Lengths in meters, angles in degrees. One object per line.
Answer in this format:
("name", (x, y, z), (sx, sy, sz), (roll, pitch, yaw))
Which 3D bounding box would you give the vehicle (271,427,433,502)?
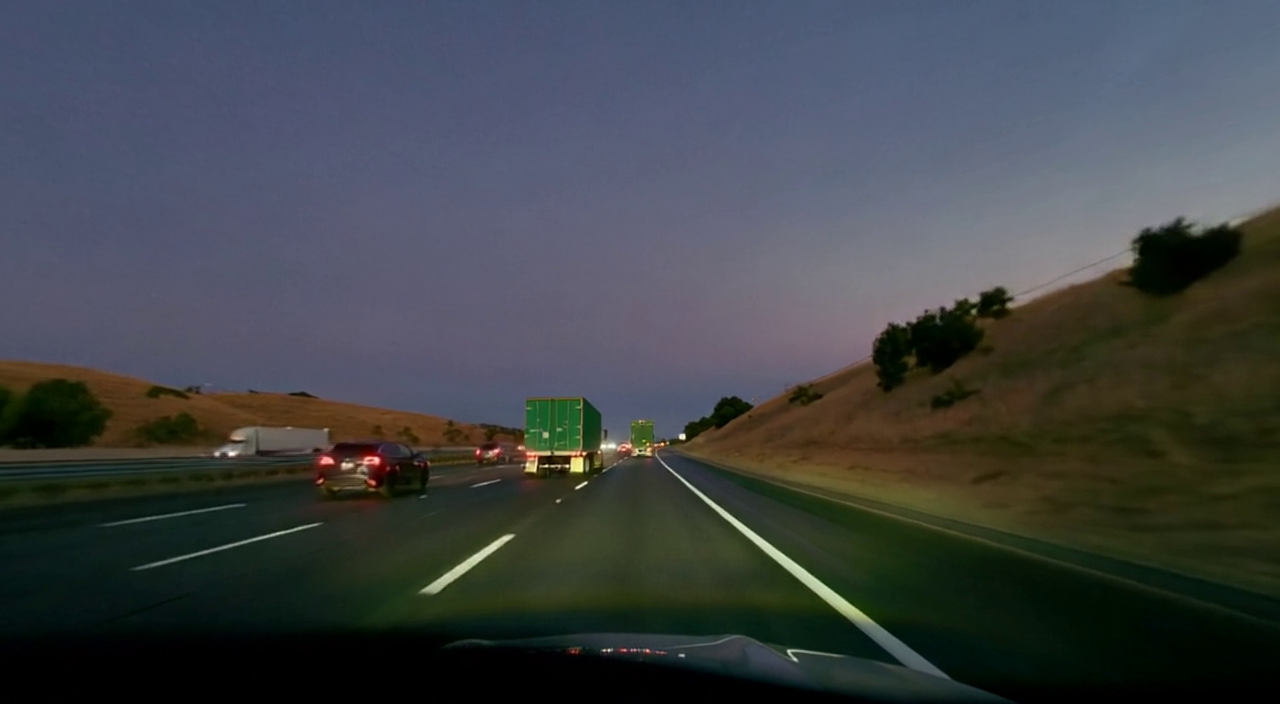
("vehicle", (-7.528, 3.004, 17.161), (2.125, 1.725, 4.715), (0, -9, 0))

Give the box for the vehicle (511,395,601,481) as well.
("vehicle", (-3.577, 4.166, 29.971), (2.789, 3.271, 10.894), (1, -9, 0))

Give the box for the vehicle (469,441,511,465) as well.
("vehicle", (-10.789, 7.284, 45.500), (1.964, 1.652, 4.071), (0, -9, 1))
